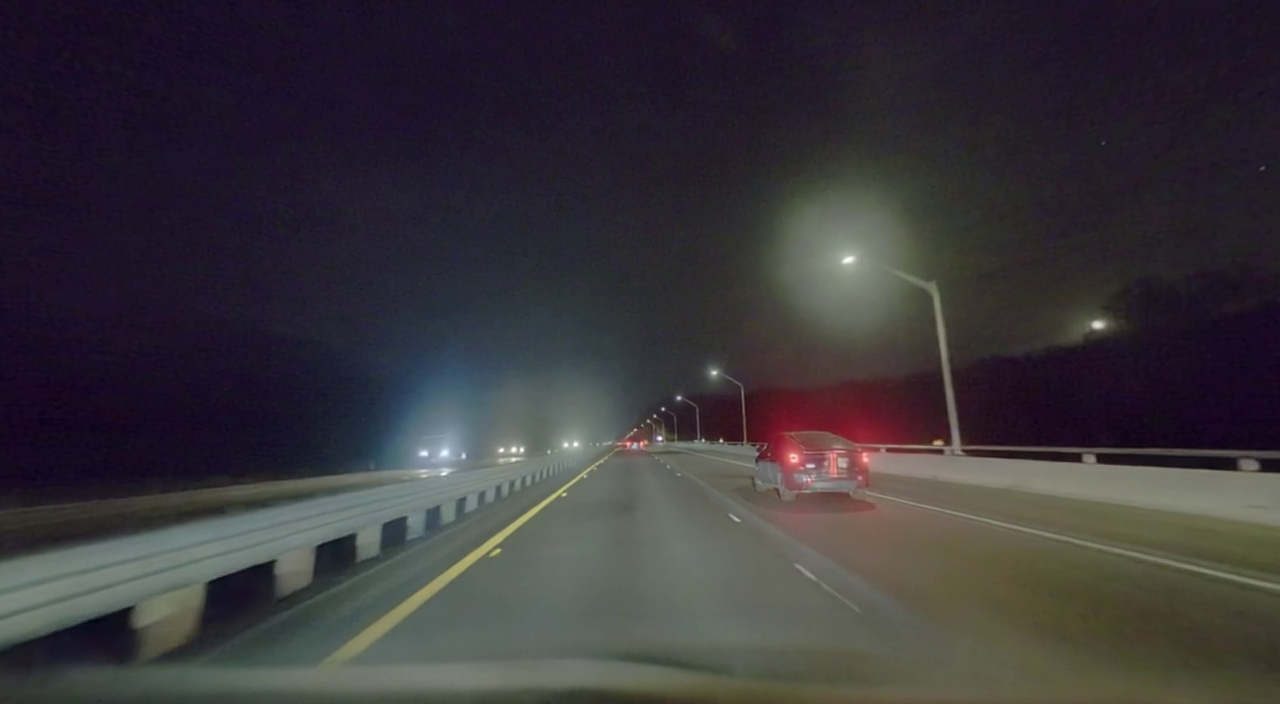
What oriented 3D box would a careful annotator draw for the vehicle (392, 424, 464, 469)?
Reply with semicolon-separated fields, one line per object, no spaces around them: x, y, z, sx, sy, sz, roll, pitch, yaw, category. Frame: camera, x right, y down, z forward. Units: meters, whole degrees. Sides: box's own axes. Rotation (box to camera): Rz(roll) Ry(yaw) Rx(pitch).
-13.173;5.905;39.714;2.304;2.610;6.728;0;-8;-1;vehicle
